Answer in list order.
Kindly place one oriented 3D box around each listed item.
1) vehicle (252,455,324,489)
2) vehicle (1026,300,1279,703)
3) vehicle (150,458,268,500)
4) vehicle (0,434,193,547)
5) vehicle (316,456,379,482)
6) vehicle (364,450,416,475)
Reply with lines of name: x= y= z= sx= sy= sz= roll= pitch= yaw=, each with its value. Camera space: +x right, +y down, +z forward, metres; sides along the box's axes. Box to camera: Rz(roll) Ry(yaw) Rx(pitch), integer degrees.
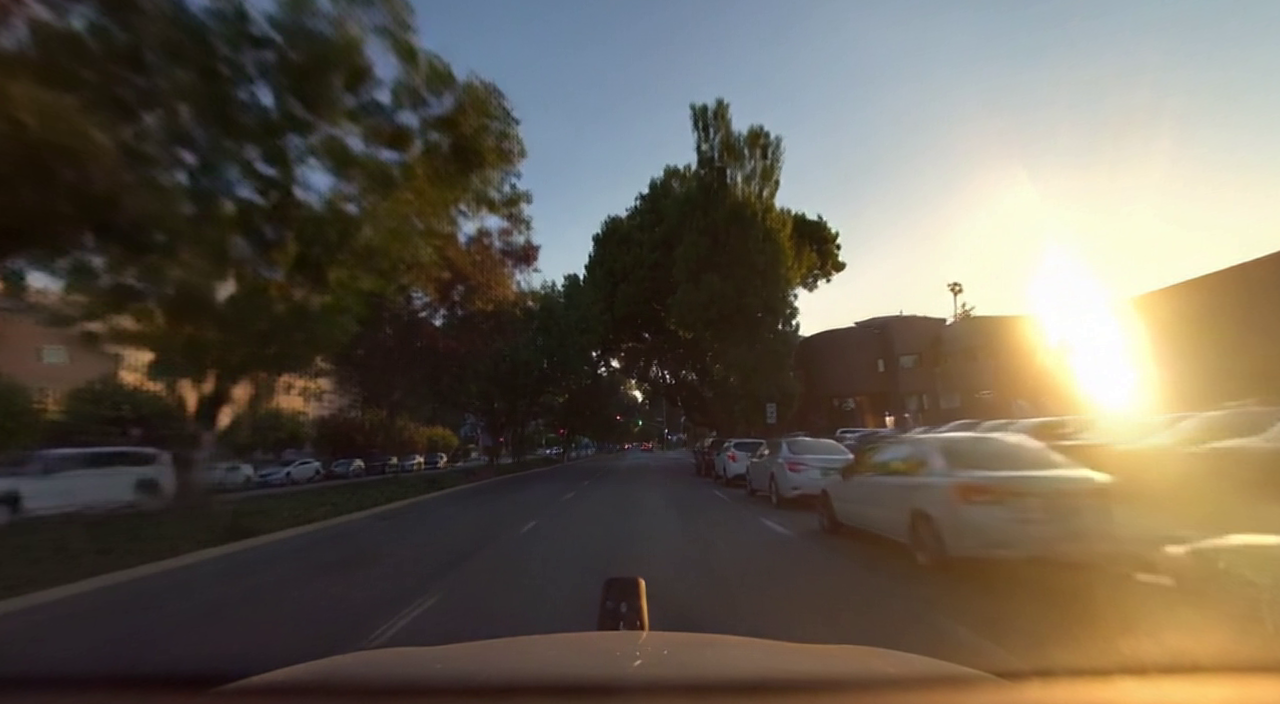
vehicle: x=-18.186 y=6.181 z=32.835 sx=1.760 sy=1.566 sz=3.664 roll=0 pitch=-8 yaw=-3
vehicle: x=3.356 y=0.557 z=1.101 sx=1.906 sy=1.857 sz=5.454 roll=0 pitch=-8 yaw=0
vehicle: x=-18.095 y=5.315 z=26.828 sx=1.958 sy=1.534 sz=4.428 roll=0 pitch=-8 yaw=-1
vehicle: x=-11.118 y=2.430 z=11.648 sx=2.127 sy=1.752 sz=4.889 roll=0 pitch=-8 yaw=0
vehicle: x=-18.392 y=7.335 z=39.930 sx=1.900 sy=1.427 sz=4.398 roll=0 pitch=-8 yaw=0
vehicle: x=-18.446 y=8.157 z=46.904 sx=1.796 sy=1.712 sz=5.268 roll=0 pitch=-8 yaw=-1
